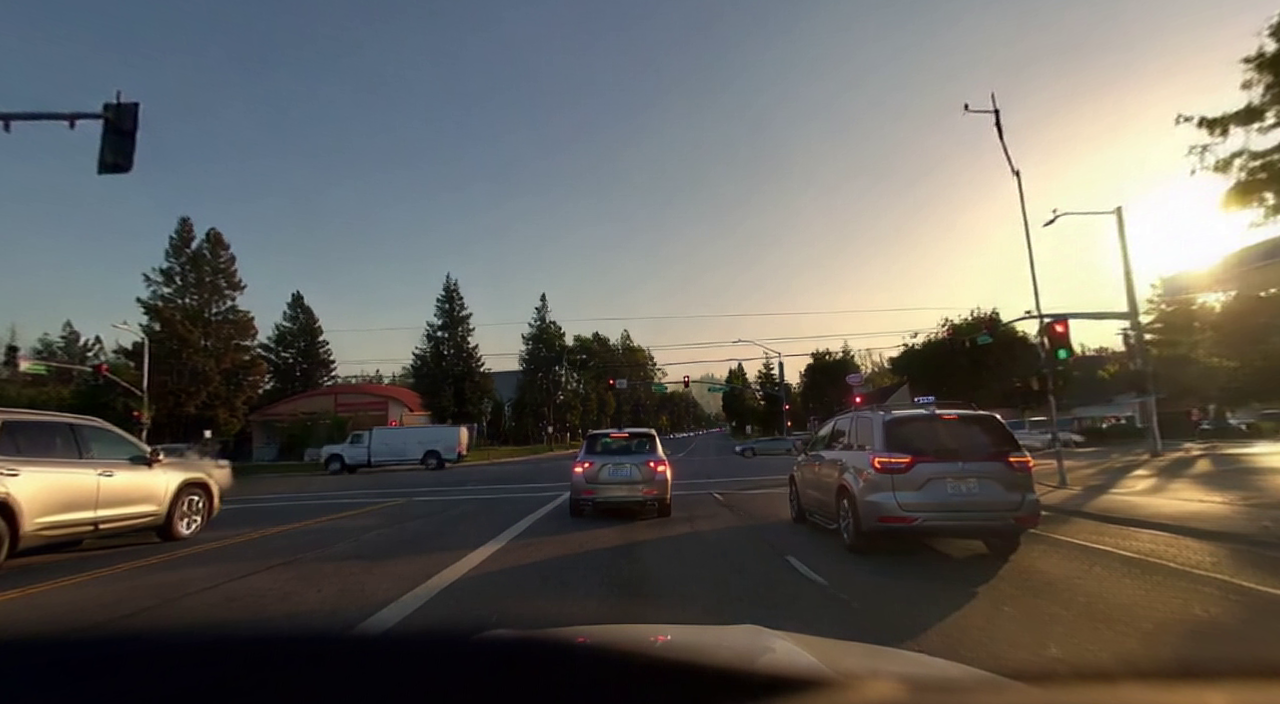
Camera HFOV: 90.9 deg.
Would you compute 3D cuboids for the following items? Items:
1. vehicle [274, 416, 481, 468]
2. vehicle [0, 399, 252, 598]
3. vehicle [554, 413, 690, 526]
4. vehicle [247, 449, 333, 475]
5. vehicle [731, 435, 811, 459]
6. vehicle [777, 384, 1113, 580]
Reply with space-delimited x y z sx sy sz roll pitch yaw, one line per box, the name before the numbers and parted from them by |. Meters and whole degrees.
vehicle | -17.587 6.155 43.059 12.640 3.321 2.995 0 -8 -3
vehicle | -6.744 1.465 6.684 2.011 1.774 4.866 0 -8 2
vehicle | -0.260 2.078 11.632 2.067 1.702 3.987 0 -8 0
vehicle | -21.512 6.746 38.864 4.149 1.527 1.800 0 -8 -3
vehicle | 8.389 6.090 40.470 4.669 1.469 1.855 0 -8 -3
vehicle | 3.251 1.497 7.985 2.083 1.779 4.347 0 -8 0
